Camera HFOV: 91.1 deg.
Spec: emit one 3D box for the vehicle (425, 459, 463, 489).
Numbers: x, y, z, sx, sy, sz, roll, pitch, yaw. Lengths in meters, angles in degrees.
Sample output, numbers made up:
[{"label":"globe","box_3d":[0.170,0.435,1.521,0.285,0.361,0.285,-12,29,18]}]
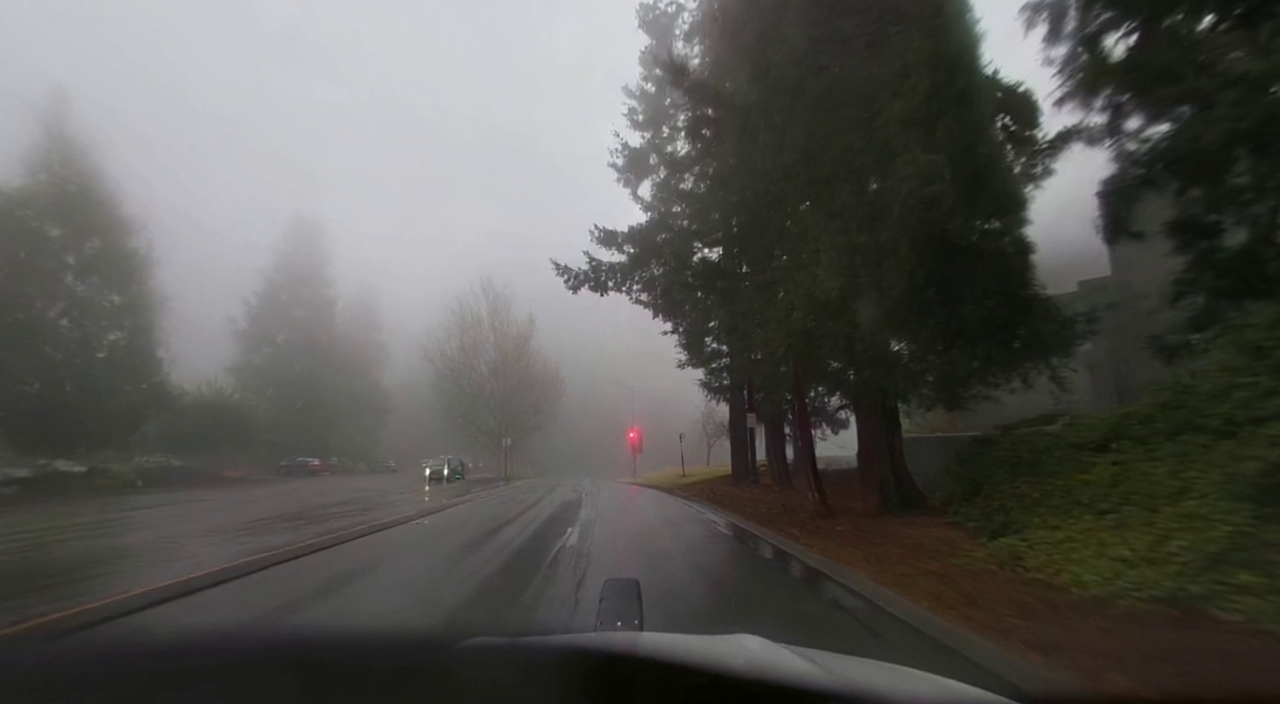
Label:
[{"label":"vehicle","box_3d":[-13.188,8.128,42.184,1.861,1.736,4.241,2,-9,-25]}]
